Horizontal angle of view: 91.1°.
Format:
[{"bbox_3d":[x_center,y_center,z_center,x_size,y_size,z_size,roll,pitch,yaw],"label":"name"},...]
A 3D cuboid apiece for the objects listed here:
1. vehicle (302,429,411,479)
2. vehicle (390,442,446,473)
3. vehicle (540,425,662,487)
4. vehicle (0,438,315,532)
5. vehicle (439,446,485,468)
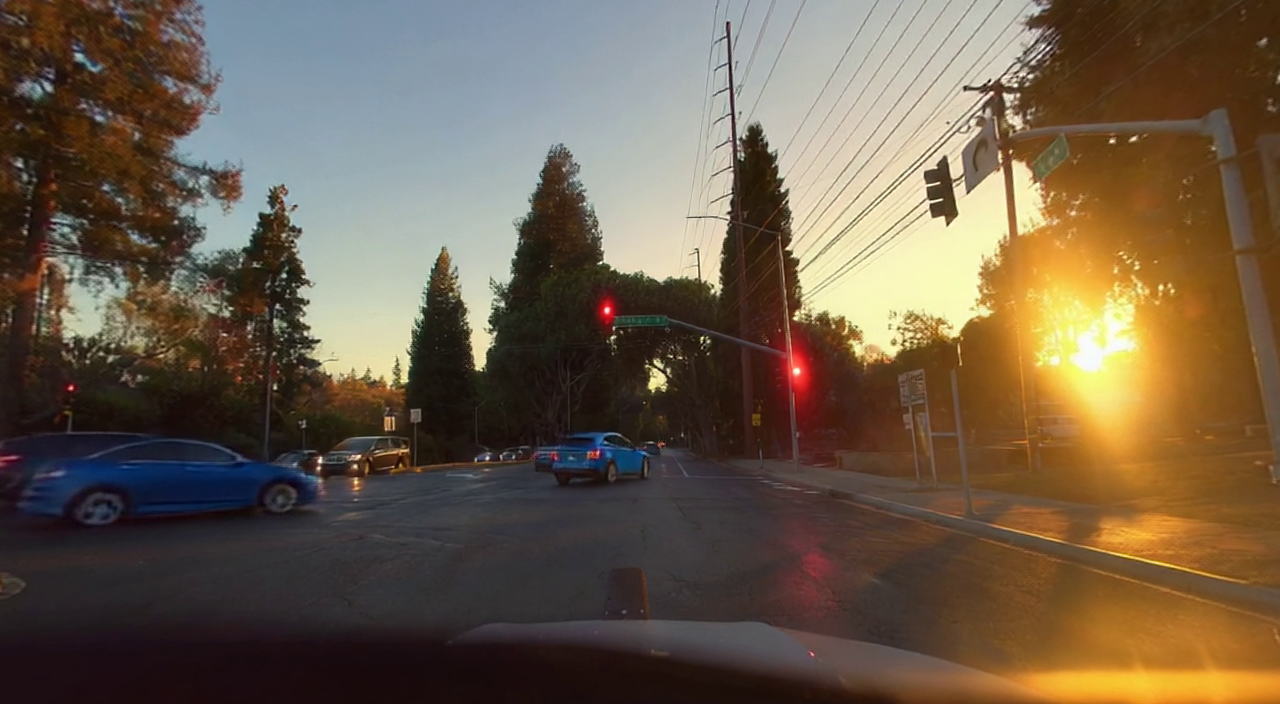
[{"bbox_3d":[-13.121,4.766,29.620,2.350,2.104,5.828,0,-8,1],"label":"vehicle"},{"bbox_3d":[-13.229,6.303,37.627,1.772,1.647,4.221,-4,-9,0],"label":"vehicle"},{"bbox_3d":[-1.225,3.805,23.378,2.137,1.986,5.930,-4,-9,22],"label":"vehicle"},{"bbox_3d":[-8.858,2.365,11.809,4.529,1.455,2.019,6,-10,-35],"label":"vehicle"},{"bbox_3d":[-12.671,7.486,44.911,1.841,1.477,4.485,0,-8,1],"label":"vehicle"}]
